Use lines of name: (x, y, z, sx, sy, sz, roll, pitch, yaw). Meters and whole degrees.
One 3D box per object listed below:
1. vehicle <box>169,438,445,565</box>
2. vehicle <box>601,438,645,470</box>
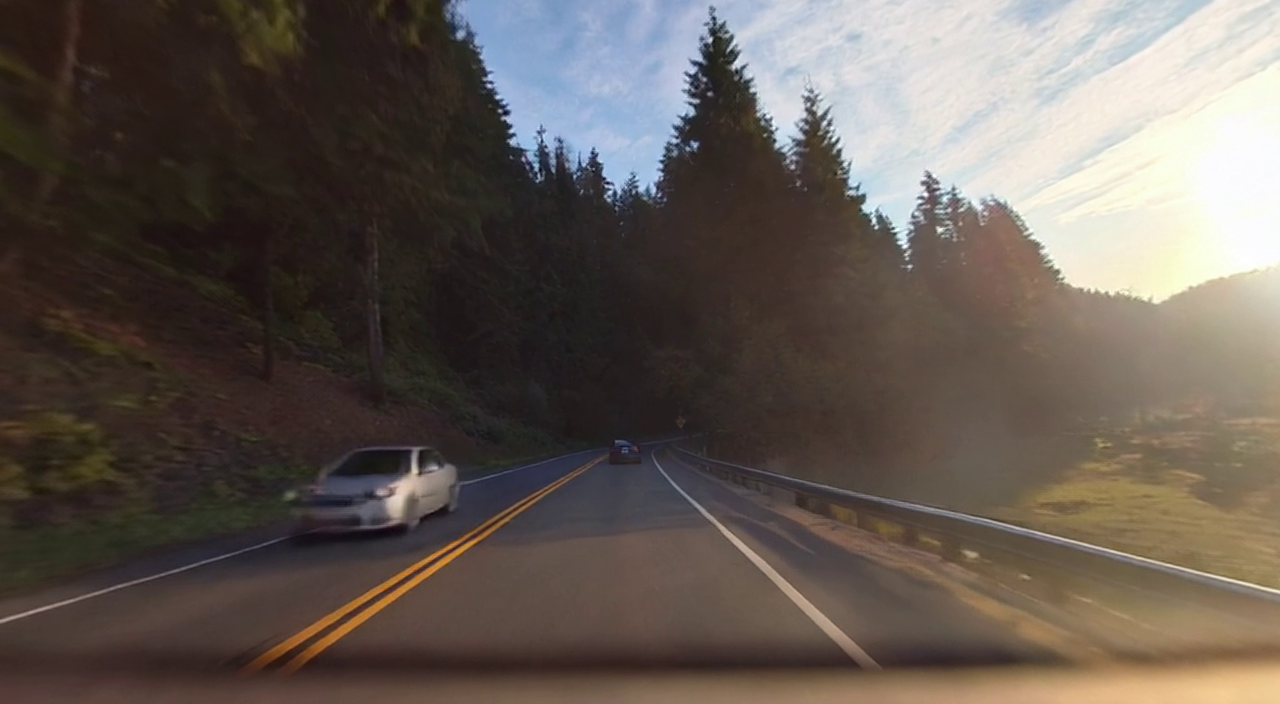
vehicle: (-4.963, 2.249, 10.286, 2.200, 1.588, 4.150, -1, -9, 1)
vehicle: (-0.892, 5.206, 32.457, 2.120, 1.491, 4.349, -1, -9, -2)
